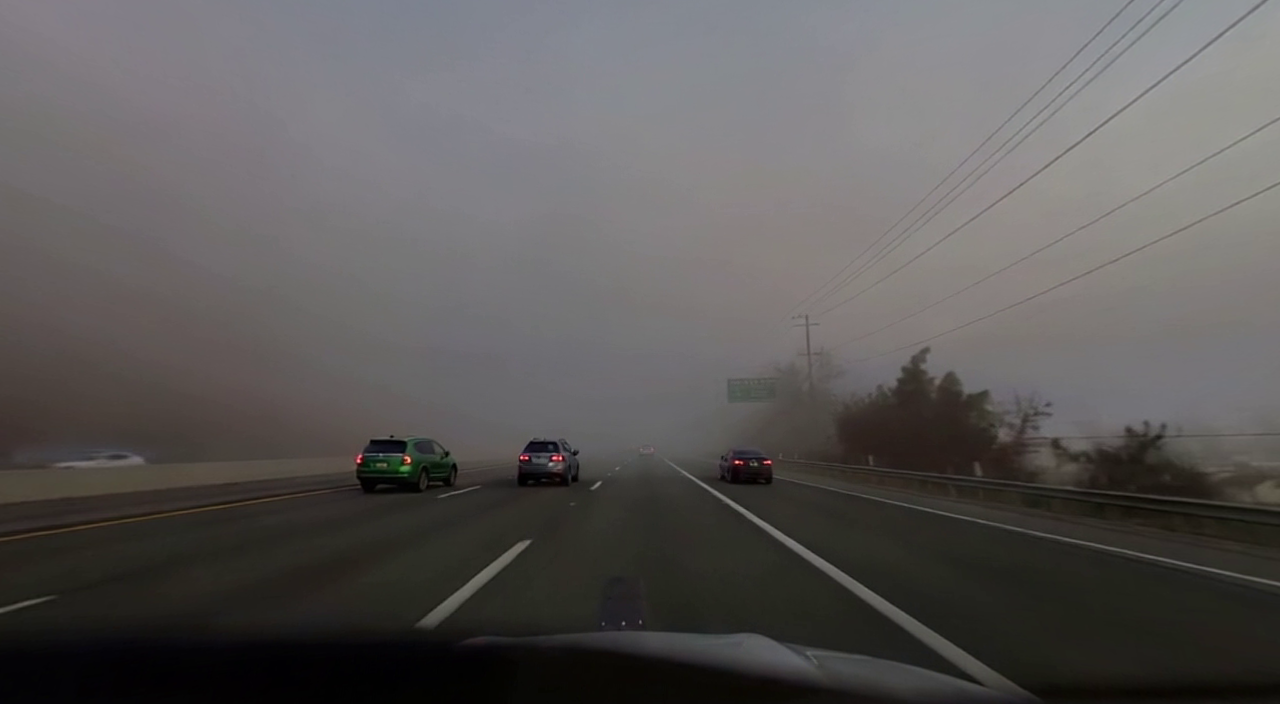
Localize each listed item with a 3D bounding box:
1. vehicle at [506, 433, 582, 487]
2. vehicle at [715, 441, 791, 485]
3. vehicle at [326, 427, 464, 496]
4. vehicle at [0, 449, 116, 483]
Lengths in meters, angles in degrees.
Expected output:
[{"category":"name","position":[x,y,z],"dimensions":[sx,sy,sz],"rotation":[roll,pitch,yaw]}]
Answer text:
[{"category":"vehicle","position":[-3.225,3.712,21.983],"dimensions":[1.961,1.704,4.052],"rotation":[0,-8,1]},{"category":"vehicle","position":[4.139,4.123,23.771],"dimensions":[1.964,1.479,4.252],"rotation":[0,-8,-1]},{"category":"vehicle","position":[-7.204,3.270,19.241],"dimensions":[2.162,1.805,4.853],"rotation":[0,-8,1]},{"category":"vehicle","position":[-29.056,5.628,31.532],"dimensions":[1.822,1.516,4.466],"rotation":[0,-8,1]}]
